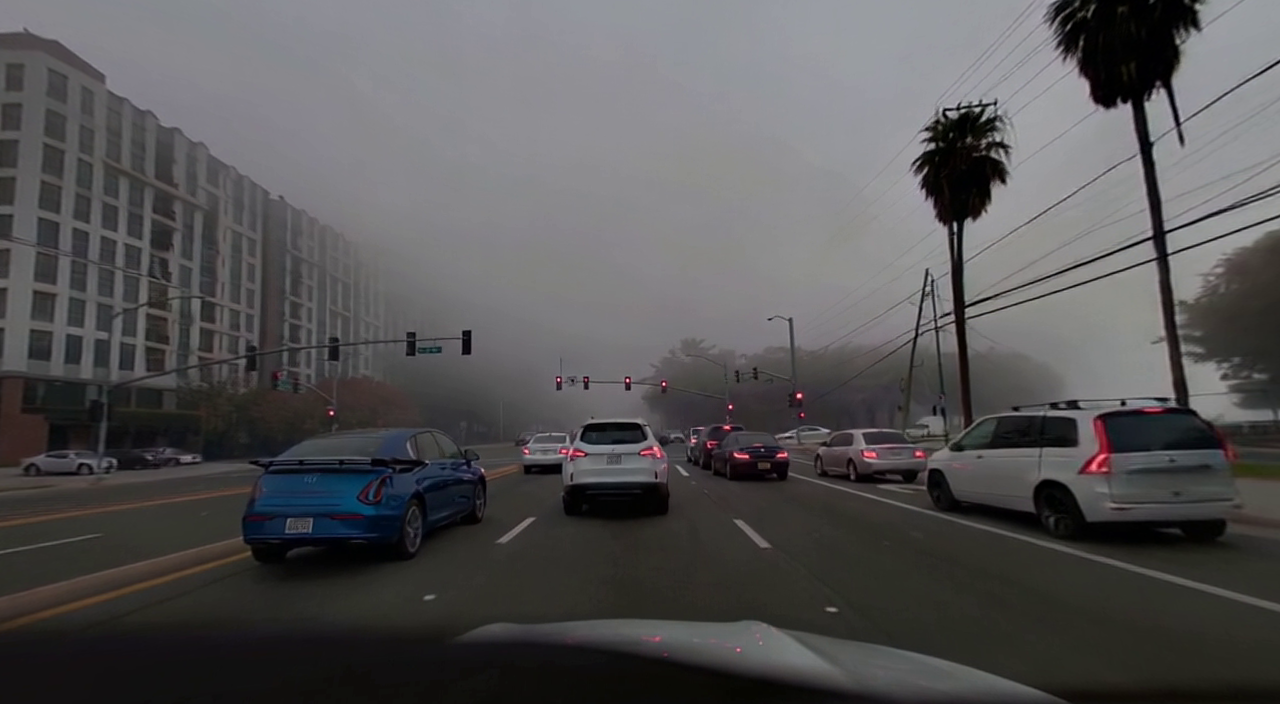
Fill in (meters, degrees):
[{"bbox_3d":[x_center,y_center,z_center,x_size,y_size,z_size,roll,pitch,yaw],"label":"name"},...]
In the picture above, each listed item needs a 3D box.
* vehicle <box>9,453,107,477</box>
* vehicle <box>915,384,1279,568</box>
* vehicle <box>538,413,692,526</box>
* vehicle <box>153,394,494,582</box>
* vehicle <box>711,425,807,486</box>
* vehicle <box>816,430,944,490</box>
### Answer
[{"bbox_3d":[-42.472,8.233,46.205,4.867,1.689,1.971,1,-8,-9],"label":"vehicle"},{"bbox_3d":[6.453,1.725,9.551,2.130,1.979,5.310,0,-8,0],"label":"vehicle"},{"bbox_3d":[-0.429,2.076,11.642,2.302,1.681,4.217,0,-8,-2],"label":"vehicle"},{"bbox_3d":[-3.534,1.619,8.283,2.136,1.779,4.417,0,-8,0],"label":"vehicle"},{"bbox_3d":[3.334,3.000,18.545,1.975,1.598,4.025,0,-8,-1],"label":"vehicle"},{"bbox_3d":[6.540,2.987,17.766,1.764,1.451,4.300,0,-8,-2],"label":"vehicle"}]
